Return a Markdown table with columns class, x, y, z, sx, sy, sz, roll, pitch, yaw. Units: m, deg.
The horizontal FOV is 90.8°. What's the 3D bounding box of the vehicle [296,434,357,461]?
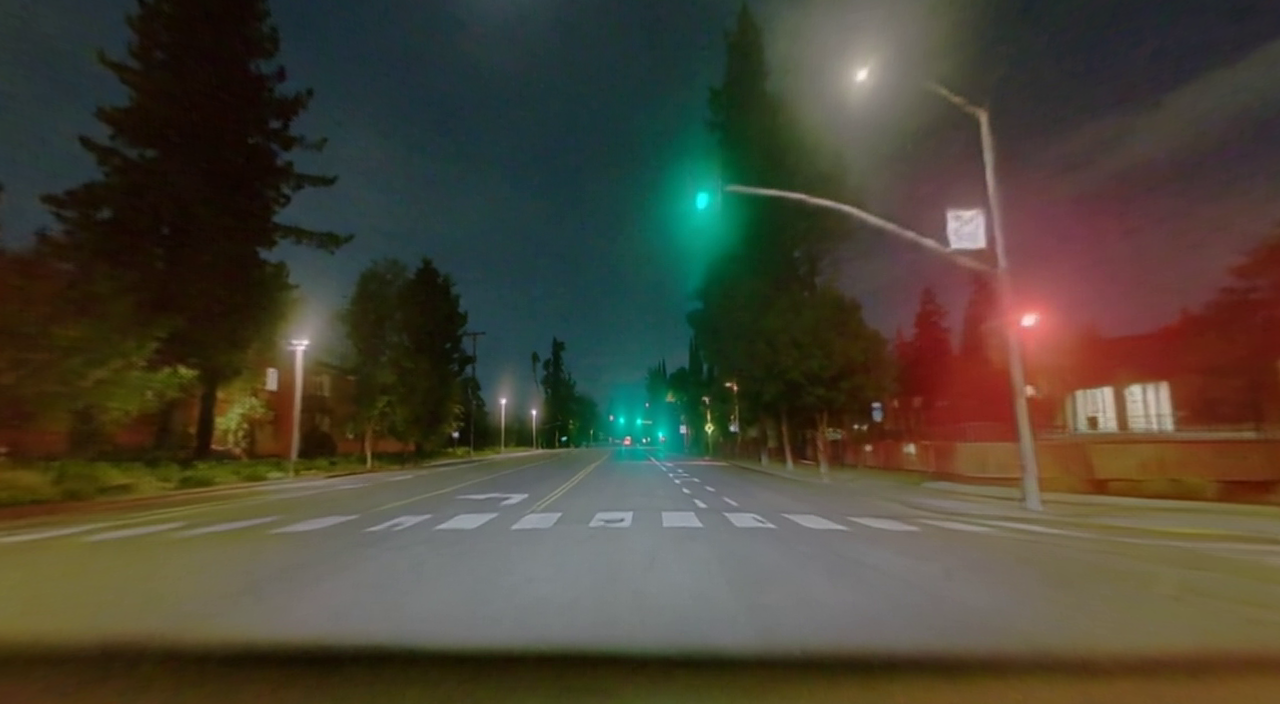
| class | x | y | z | sx | sy | sz | roll | pitch | yaw |
| --- | --- | --- | --- | --- | --- | --- | --- | --- | --- |
| vehicle | -23.824 | 7.257 | 48.300 | 2.192 | 1.901 | 5.889 | 1 | -8 | -7 |
